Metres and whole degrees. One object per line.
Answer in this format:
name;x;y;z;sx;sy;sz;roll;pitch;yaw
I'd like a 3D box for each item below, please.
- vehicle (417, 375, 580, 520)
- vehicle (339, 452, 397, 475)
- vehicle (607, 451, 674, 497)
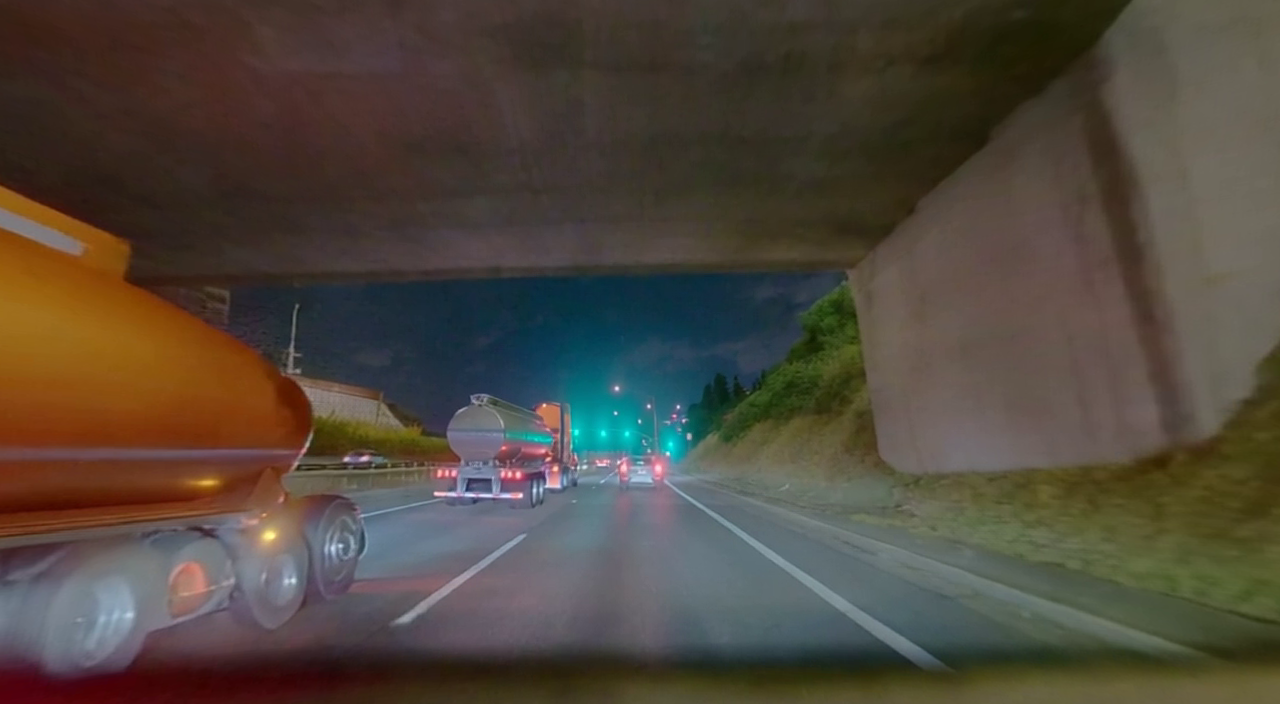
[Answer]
vehicle;-4.180;3.453;22.966;2.896;3.563;14.643;0;-9;-1
vehicle;-19.220;7.853;44.839;1.929;1.523;4.108;-1;-9;6
vehicle;-0.021;4.364;23.069;2.215;1.481;4.246;0;-9;-1
